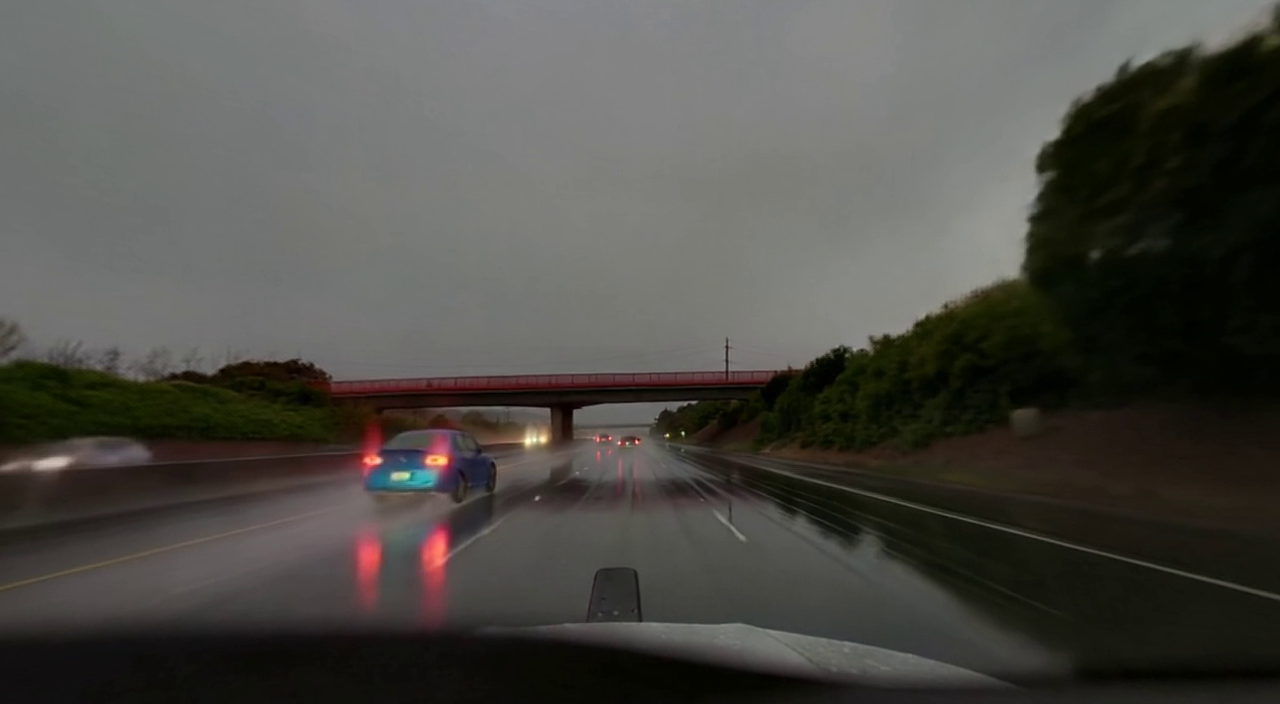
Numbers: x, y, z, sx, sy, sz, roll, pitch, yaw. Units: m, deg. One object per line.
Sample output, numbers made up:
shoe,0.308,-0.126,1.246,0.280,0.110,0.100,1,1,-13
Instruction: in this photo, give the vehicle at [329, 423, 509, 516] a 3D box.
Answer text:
vehicle,-4.176,2.279,12.853,2.074,1.535,4.437,0,-8,0
